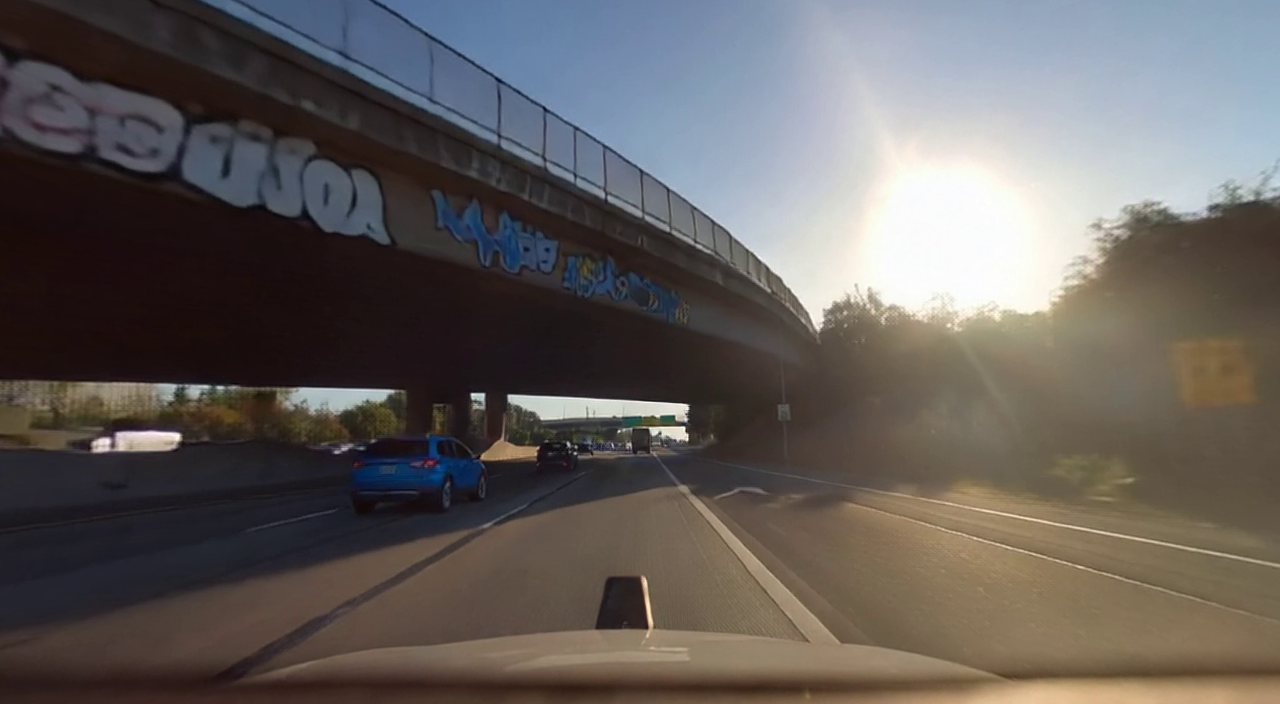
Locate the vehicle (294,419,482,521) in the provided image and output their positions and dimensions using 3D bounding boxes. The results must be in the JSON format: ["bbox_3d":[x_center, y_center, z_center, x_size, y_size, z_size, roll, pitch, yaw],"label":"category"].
[{"bbox_3d":[-4.601,2.211,12.244,1.969,1.633,3.962,0,-8,0],"label":"vehicle"}]

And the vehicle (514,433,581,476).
[{"bbox_3d":[-3.910,4.409,27.315,2.154,1.693,4.394,0,-8,1],"label":"vehicle"}]

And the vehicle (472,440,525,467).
[{"bbox_3d":[-8.000,5.794,35.985,1.917,1.449,4.727,0,-8,1],"label":"vehicle"}]

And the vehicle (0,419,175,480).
[{"bbox_3d":[-35.676,5.715,37.643,3.600,3.227,15.479,0,-7,1],"label":"vehicle"}]
